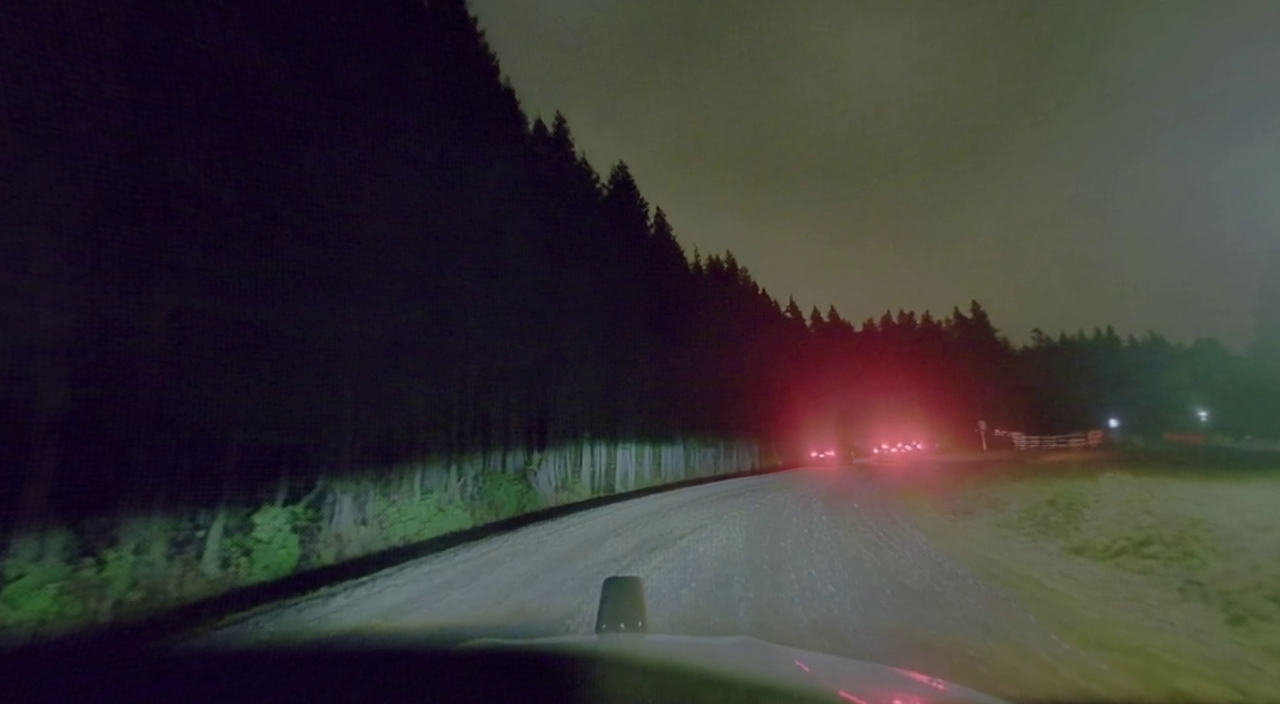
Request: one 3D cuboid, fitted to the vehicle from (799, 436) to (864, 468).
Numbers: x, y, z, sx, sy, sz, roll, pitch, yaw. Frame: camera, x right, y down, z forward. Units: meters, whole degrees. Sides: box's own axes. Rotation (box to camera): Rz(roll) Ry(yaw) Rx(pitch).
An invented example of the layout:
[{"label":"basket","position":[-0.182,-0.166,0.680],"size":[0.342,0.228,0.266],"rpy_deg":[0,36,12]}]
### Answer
[{"label":"vehicle","position":[11.611,6.016,37.950],"size":[1.988,1.789,4.257],"rpy_deg":[-7,-11,44]}]
